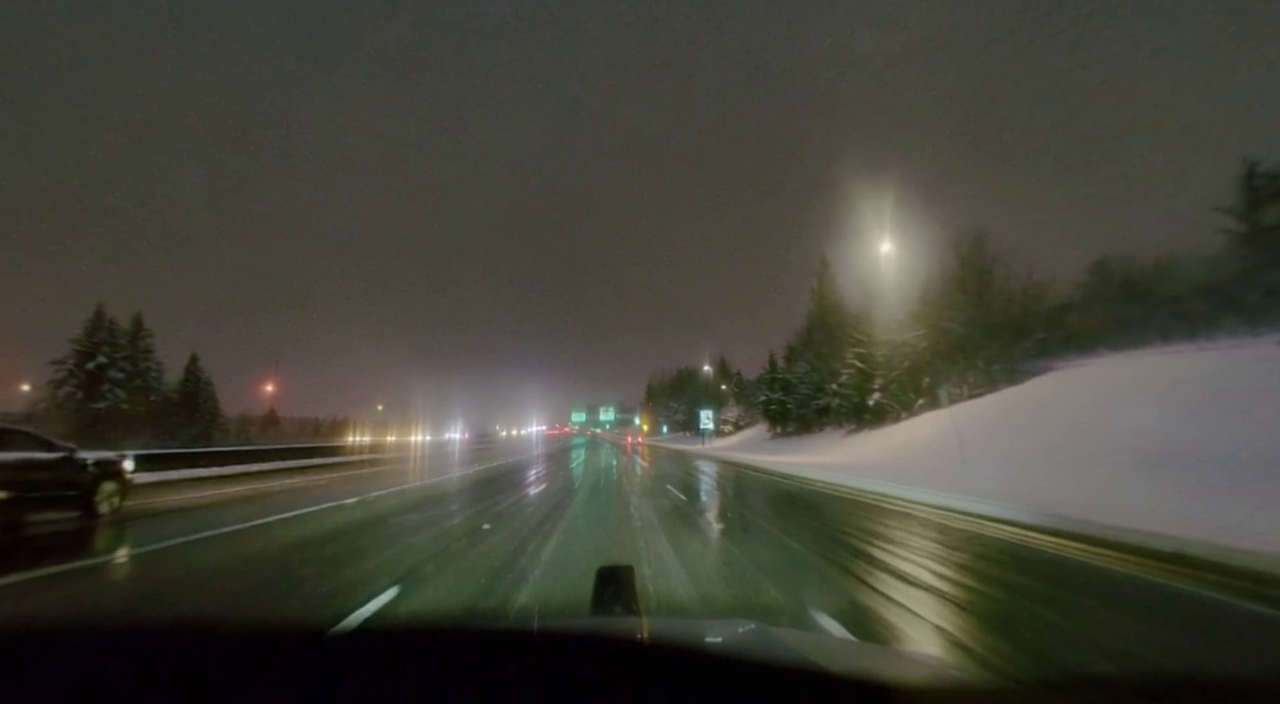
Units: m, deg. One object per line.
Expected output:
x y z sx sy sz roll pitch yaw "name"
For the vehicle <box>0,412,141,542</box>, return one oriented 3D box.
-8.624 1.472 7.278 1.828 1.549 4.846 0 -8 -2 "vehicle"
